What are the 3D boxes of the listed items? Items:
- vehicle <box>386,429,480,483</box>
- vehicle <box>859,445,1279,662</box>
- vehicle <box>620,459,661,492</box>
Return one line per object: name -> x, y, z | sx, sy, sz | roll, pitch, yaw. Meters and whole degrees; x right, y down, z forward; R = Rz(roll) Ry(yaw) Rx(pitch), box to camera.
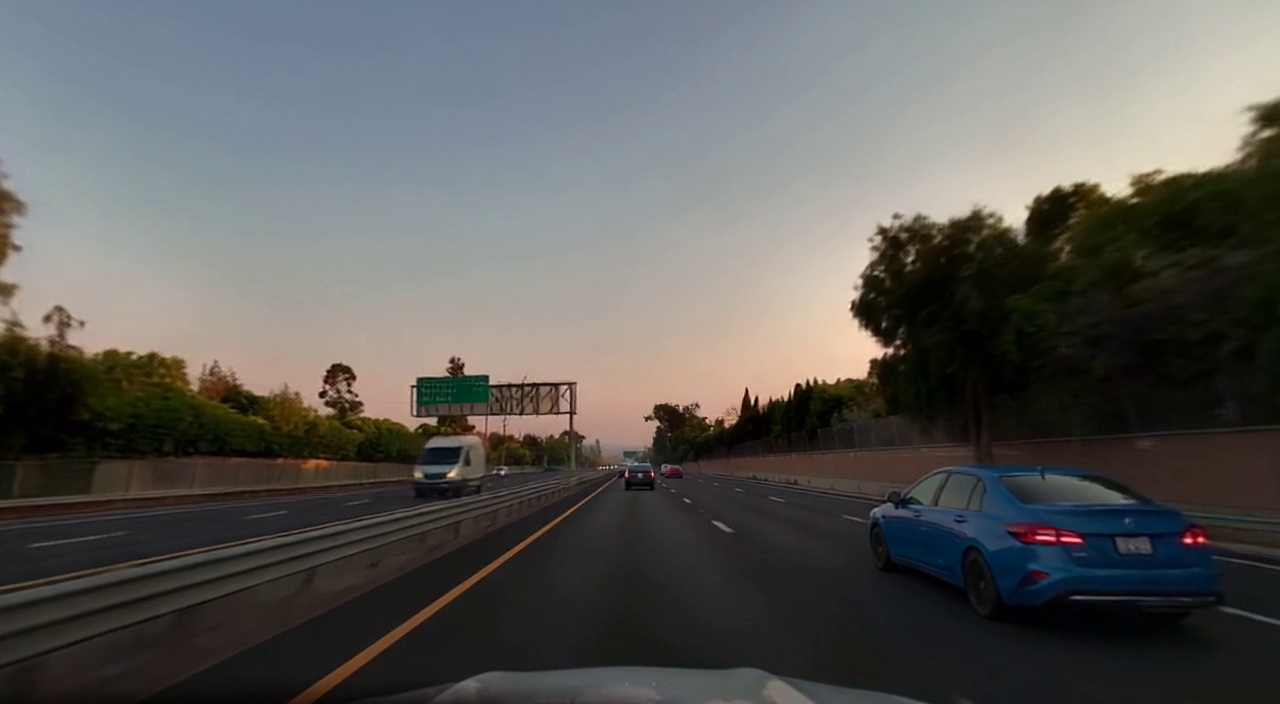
vehicle -> -8.204, 4.256, 25.591 | 2.049, 1.932, 4.943 | 1, -11, 1
vehicle -> 4.020, 1.818, 6.554 | 1.938, 1.494, 4.032 | 1, -11, -1
vehicle -> -0.030, 6.463, 33.047 | 2.037, 1.605, 3.833 | 1, -11, -1
